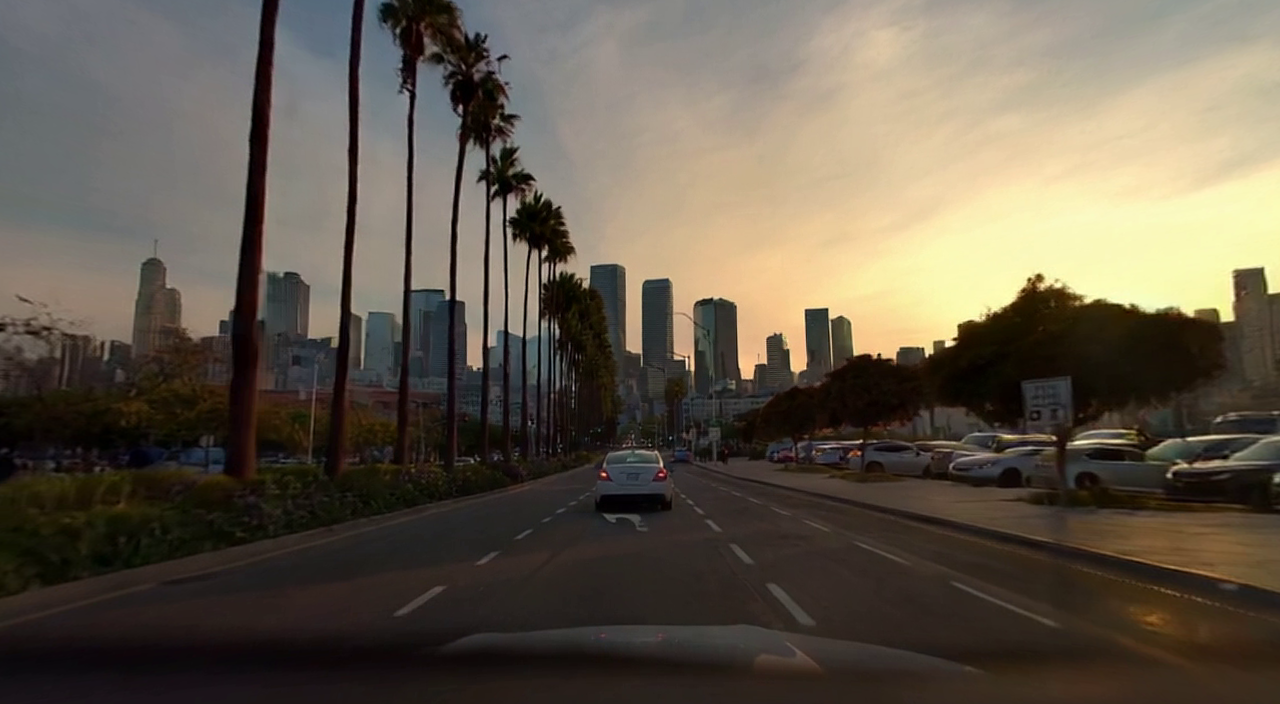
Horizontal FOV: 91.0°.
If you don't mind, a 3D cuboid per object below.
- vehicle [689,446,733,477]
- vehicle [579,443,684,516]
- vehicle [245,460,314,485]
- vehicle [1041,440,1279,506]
[{"bbox_3d":[4.332,6.791,39.284,2.136,1.774,4.778,0,-8,0],"label":"vehicle"},{"bbox_3d":[-0.168,3.013,15.417,2.235,1.528,3.876,0,-8,1],"label":"vehicle"},{"bbox_3d":[-23.327,7.796,40.918,1.860,1.420,4.472,0,-8,0],"label":"vehicle"},{"bbox_3d":[12.866,2.929,15.560,4.363,1.488,2.248,1,-8,-4],"label":"vehicle"}]
